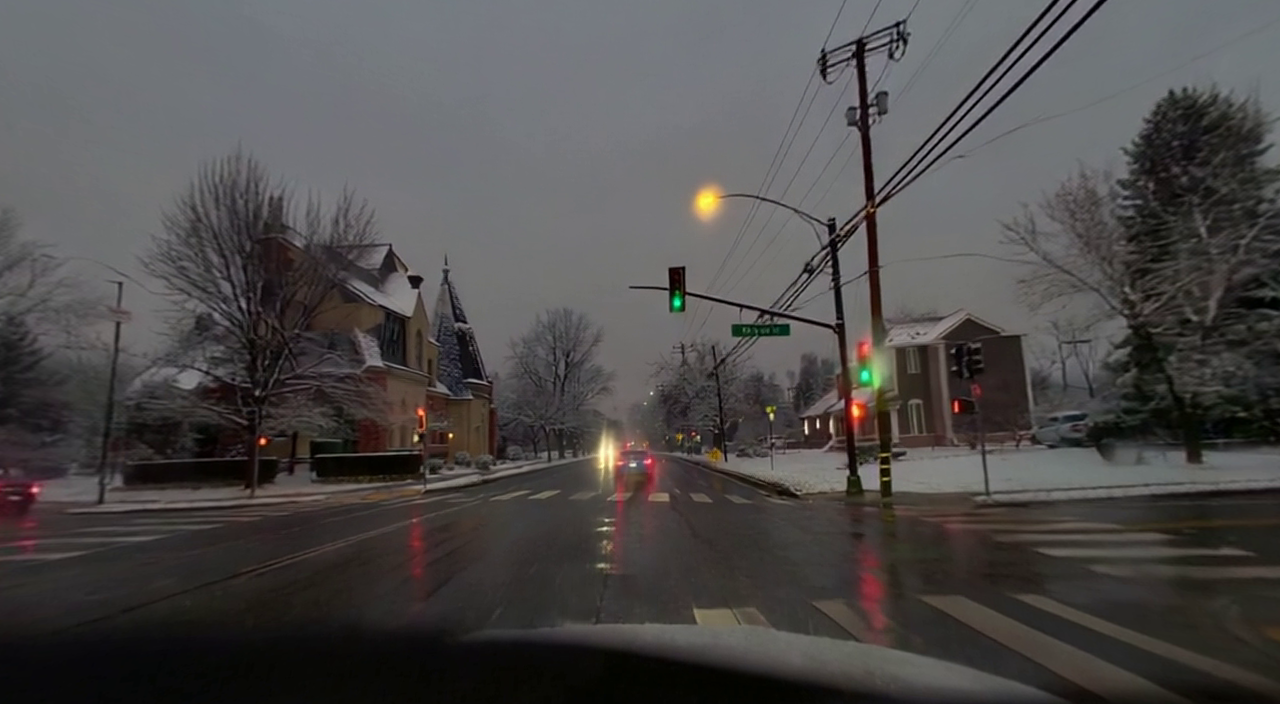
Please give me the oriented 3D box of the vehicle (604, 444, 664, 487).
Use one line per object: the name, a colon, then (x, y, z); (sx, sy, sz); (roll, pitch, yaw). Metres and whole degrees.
vehicle: (-0.238, 4.296, 24.178); (2.093, 1.497, 4.010); (0, -9, -1)
